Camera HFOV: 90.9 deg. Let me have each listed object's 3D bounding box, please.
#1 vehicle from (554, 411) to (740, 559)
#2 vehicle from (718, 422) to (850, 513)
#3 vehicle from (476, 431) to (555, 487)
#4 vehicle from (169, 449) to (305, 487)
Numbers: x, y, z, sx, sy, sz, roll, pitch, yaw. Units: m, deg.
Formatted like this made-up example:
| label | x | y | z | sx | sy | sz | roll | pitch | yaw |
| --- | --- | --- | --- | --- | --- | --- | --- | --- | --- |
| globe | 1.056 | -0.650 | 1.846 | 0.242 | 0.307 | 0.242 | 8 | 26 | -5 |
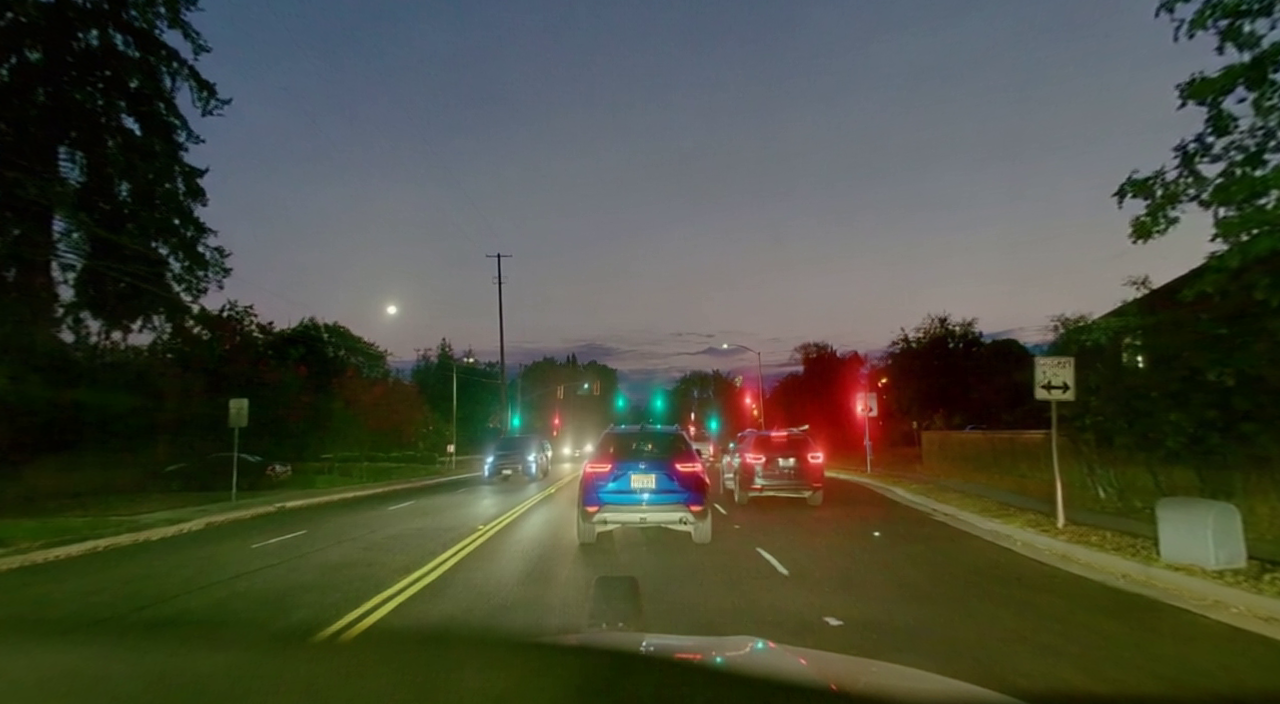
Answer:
| label | x | y | z | sx | sy | sz | roll | pitch | yaw |
| --- | --- | --- | --- | --- | --- | --- | --- | --- | --- |
| vehicle | 0.055 | 1.843 | 9.438 | 2.151 | 1.695 | 4.100 | 0 | -8 | -1 |
| vehicle | 3.081 | 2.569 | 14.495 | 1.967 | 1.756 | 4.281 | 0 | -8 | -1 |
| vehicle | -4.788 | 4.198 | 25.170 | 2.138 | 1.938 | 5.584 | 0 | -8 | -1 |
| vehicle | -16.161 | 4.663 | 25.433 | 4.245 | 1.446 | 1.827 | 0 | -8 | 0 |
